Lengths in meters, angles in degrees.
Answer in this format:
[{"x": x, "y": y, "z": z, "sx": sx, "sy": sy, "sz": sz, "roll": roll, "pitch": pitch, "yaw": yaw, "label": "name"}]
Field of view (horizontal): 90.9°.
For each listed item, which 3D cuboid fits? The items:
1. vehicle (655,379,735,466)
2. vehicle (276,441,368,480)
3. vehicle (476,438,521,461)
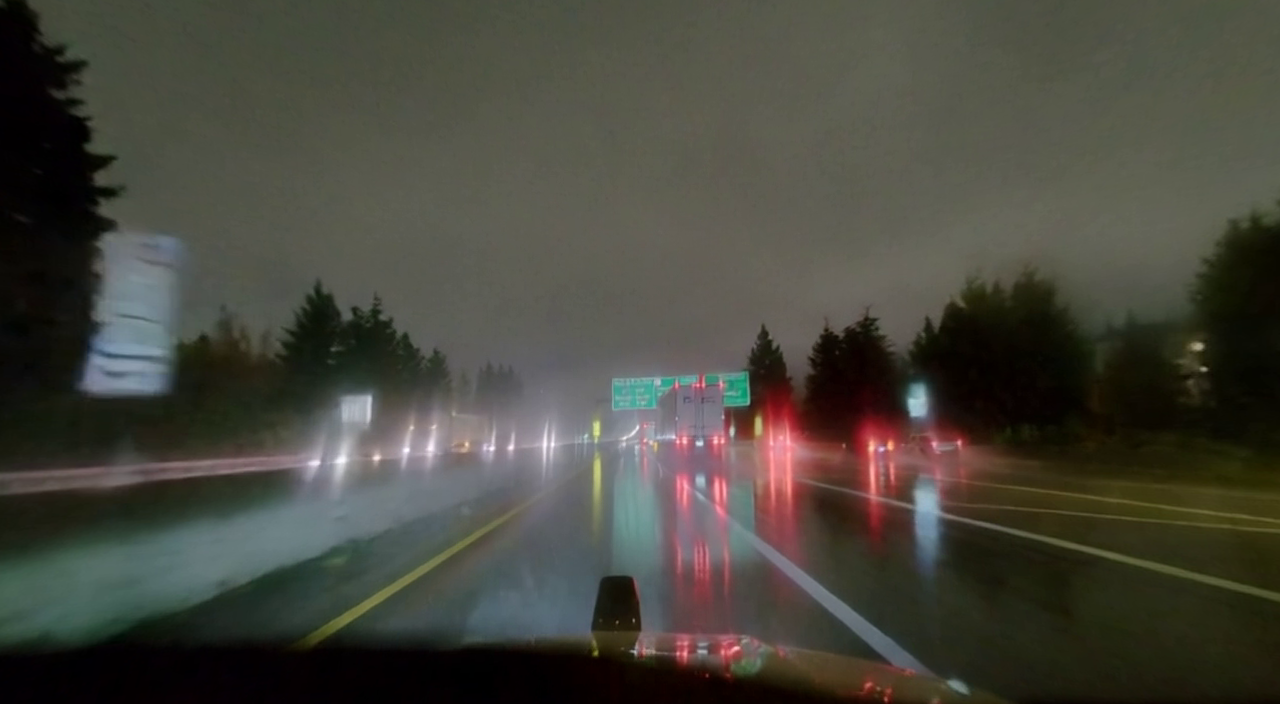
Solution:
[{"x": 2.714, "y": 4.136, "z": 35.940, "sx": 2.954, "sy": 3.995, "sz": 13.335, "roll": 0, "pitch": -8, "yaw": -2, "label": "vehicle"}, {"x": -13.194, "y": 4.508, "z": 26.438, "sx": 1.938, "sy": 1.457, "sz": 3.812, "roll": 0, "pitch": -8, "yaw": -1, "label": "vehicle"}, {"x": -9.529, "y": 6.582, "z": 42.810, "sx": 2.015, "sy": 1.471, "sz": 4.662, "roll": 0, "pitch": -8, "yaw": -1, "label": "vehicle"}]
